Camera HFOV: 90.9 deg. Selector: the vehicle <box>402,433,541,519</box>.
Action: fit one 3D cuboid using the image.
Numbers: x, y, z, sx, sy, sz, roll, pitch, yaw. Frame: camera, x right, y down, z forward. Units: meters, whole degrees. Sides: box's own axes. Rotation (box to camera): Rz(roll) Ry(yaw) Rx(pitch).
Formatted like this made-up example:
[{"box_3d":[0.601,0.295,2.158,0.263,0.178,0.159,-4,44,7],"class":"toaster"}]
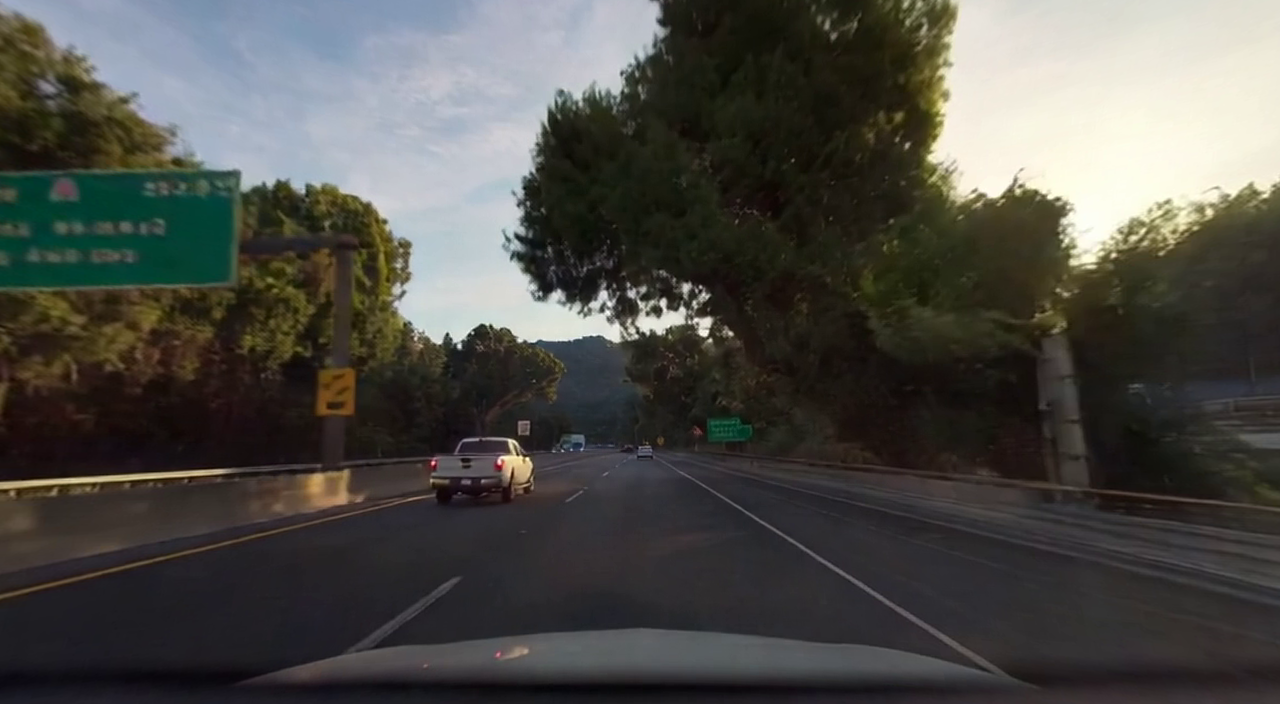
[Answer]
[{"box_3d":[-3.603,2.719,14.306,2.009,1.638,3.968,0,-9,0],"class":"vehicle"}]
